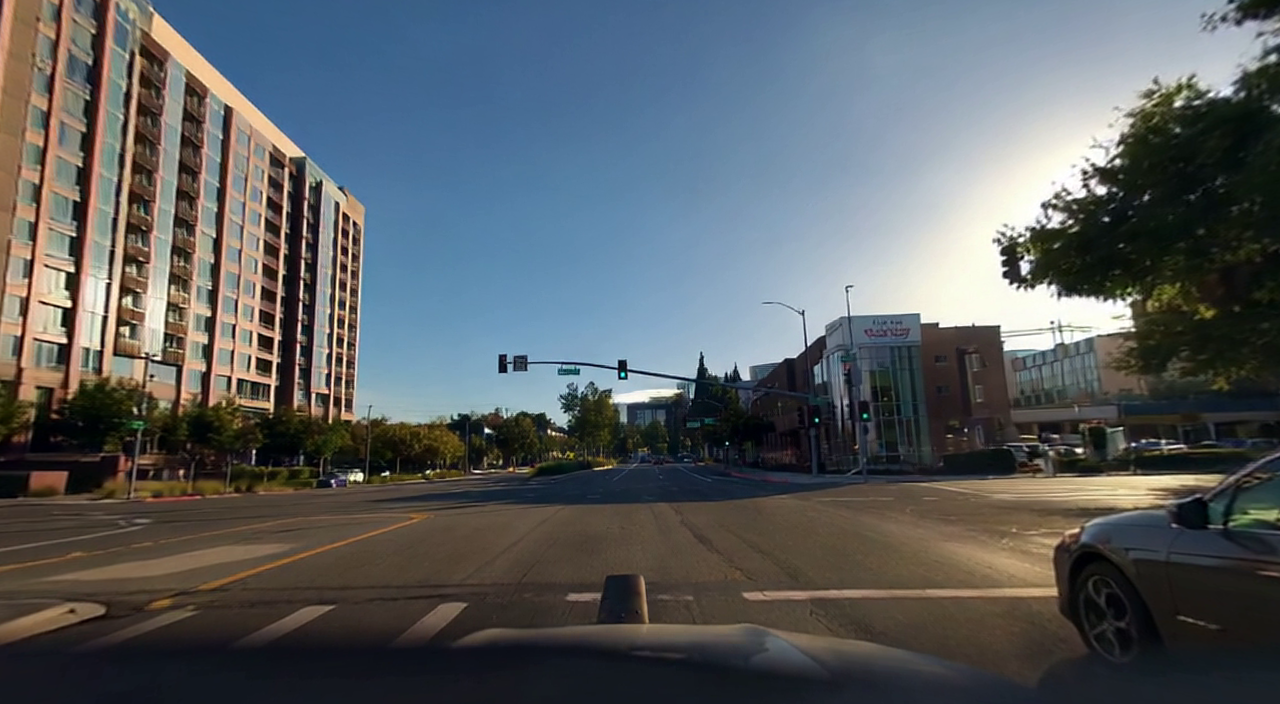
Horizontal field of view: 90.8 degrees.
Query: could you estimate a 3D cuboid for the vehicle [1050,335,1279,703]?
[{"bbox_3d":[3.294,0.630,1.132,1.973,1.697,4.377,0,-8,-3],"label":"vehicle"}]
